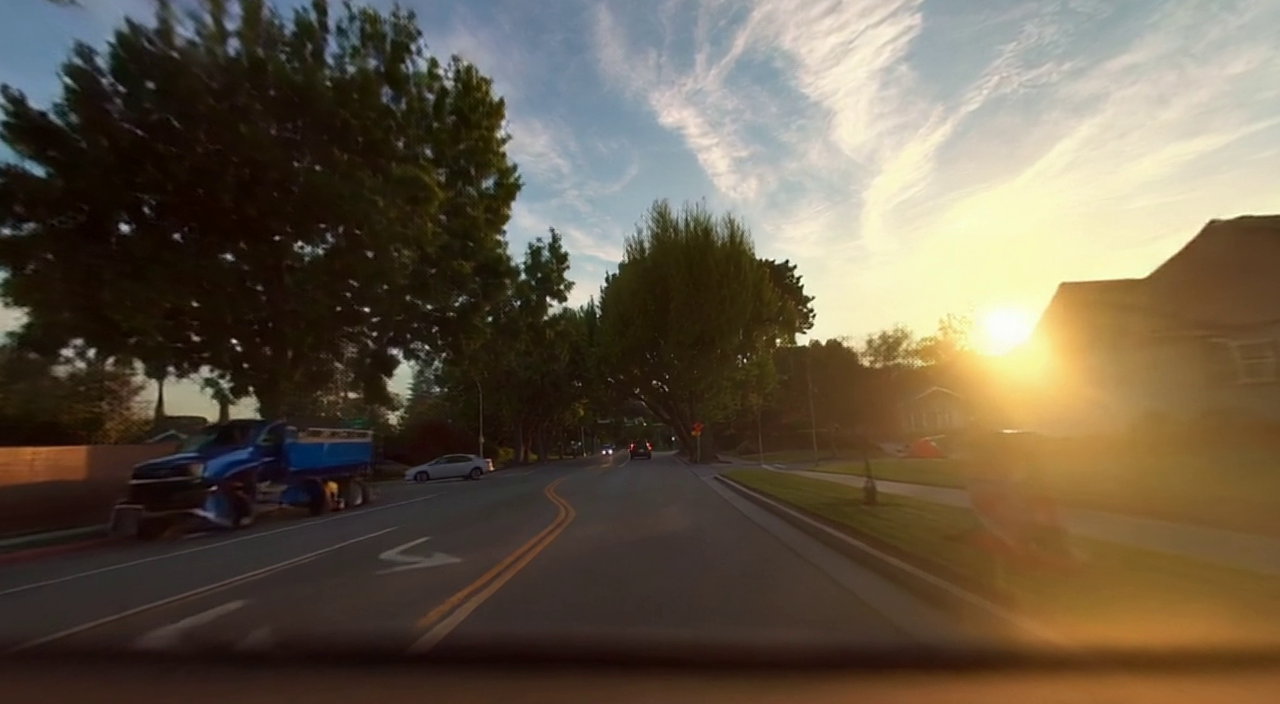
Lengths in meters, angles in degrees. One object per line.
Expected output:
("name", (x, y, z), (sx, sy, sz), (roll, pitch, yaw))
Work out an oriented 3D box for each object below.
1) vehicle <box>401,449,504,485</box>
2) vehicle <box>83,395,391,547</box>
("vehicle", (-9.363, 5.758, 31.782), (4.594, 1.696, 1.971), (0, -8, -1))
("vehicle", (-9.335, 2.857, 16.037), (2.816, 2.723, 7.506), (-4, -8, 1))
